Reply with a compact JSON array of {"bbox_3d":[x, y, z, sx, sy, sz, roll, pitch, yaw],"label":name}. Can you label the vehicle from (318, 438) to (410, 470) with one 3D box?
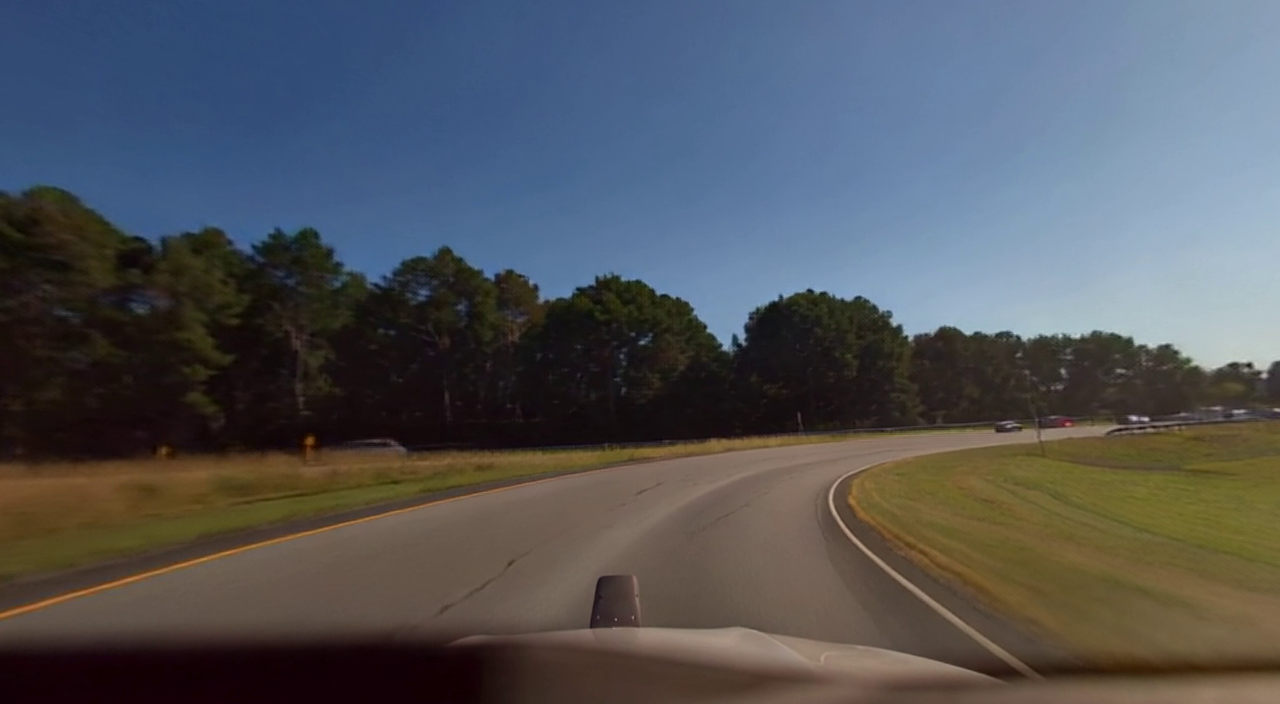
[{"bbox_3d":[-14.991,5.530,34.290,4.415,1.617,1.957,3,-9,-24],"label":"vehicle"}]
